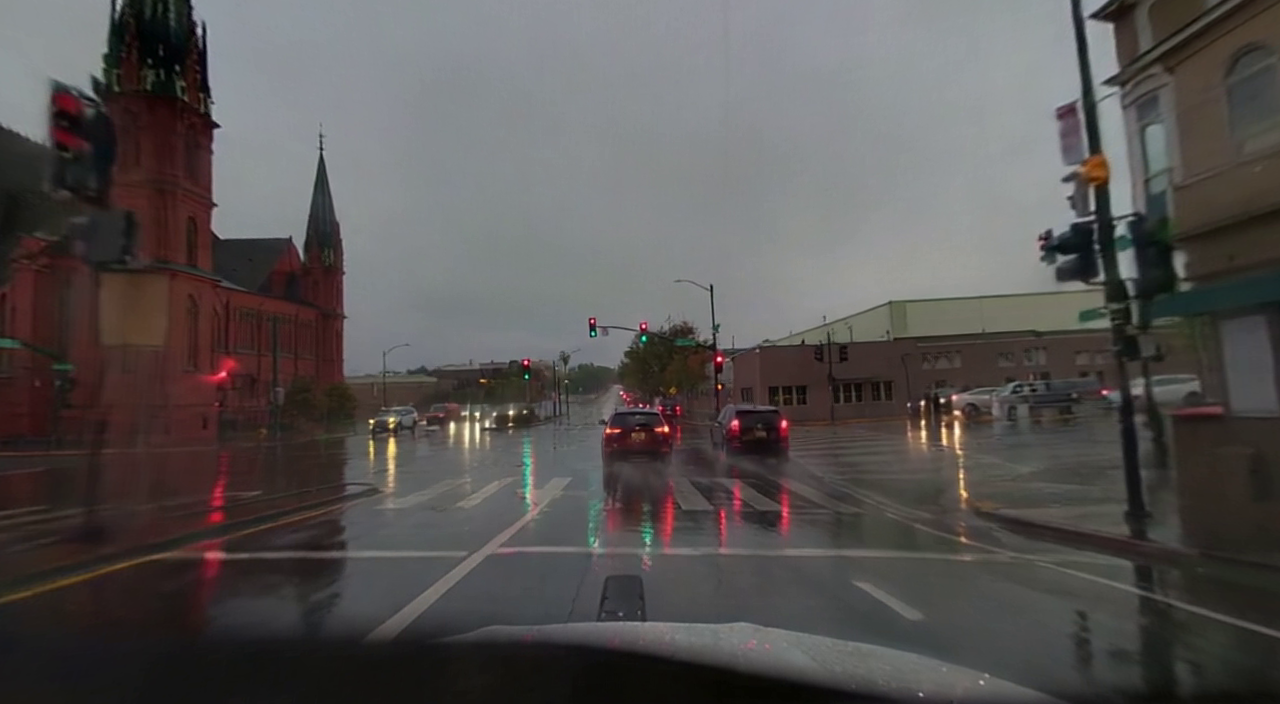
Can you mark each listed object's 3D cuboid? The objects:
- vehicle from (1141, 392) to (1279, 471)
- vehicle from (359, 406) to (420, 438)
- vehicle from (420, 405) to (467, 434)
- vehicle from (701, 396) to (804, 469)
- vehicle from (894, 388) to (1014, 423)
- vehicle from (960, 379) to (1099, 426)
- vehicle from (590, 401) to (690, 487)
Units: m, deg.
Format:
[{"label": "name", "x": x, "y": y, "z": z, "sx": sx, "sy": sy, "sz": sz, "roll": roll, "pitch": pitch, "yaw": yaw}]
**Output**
[{"label": "vehicle", "x": 16.445, "y": 2.071, "z": 17.006, "sx": 4.379, "sy": 1.486, "sz": 1.941, "roll": -5, "pitch": 2, "yaw": -3}, {"label": "vehicle", "x": -16.462, "y": 4.728, "z": 41.808, "sx": 1.969, "sy": 1.896, "sz": 5.404, "roll": 1, "pitch": -8, "yaw": -2}, {"label": "vehicle", "x": -13.482, "y": 4.697, "z": 43.600, "sx": 2.069, "sy": 1.790, "sz": 4.358, "roll": 1, "pitch": -8, "yaw": -3}, {"label": "vehicle", "x": 3.240, "y": 2.310, "z": 19.223, "sx": 2.080, "sy": 1.735, "sz": 4.650, "roll": 1, "pitch": -2, "yaw": -2}, {"label": "vehicle", "x": 14.682, "y": 2.536, "z": 29.695, "sx": 4.488, "sy": 1.475, "sz": 2.083, "roll": -1, "pitch": -6, "yaw": -3}, {"label": "vehicle", "x": 16.487, "y": 2.142, "z": 26.907, "sx": 4.512, "sy": 1.734, "sz": 2.143, "roll": -2, "pitch": -4, "yaw": -3}, {"label": "vehicle", "x": -0.109, "y": 2.159, "z": 15.830, "sx": 2.168, "sy": 1.776, "sz": 4.135, "roll": 0, "pitch": -4, "yaw": -3}]
